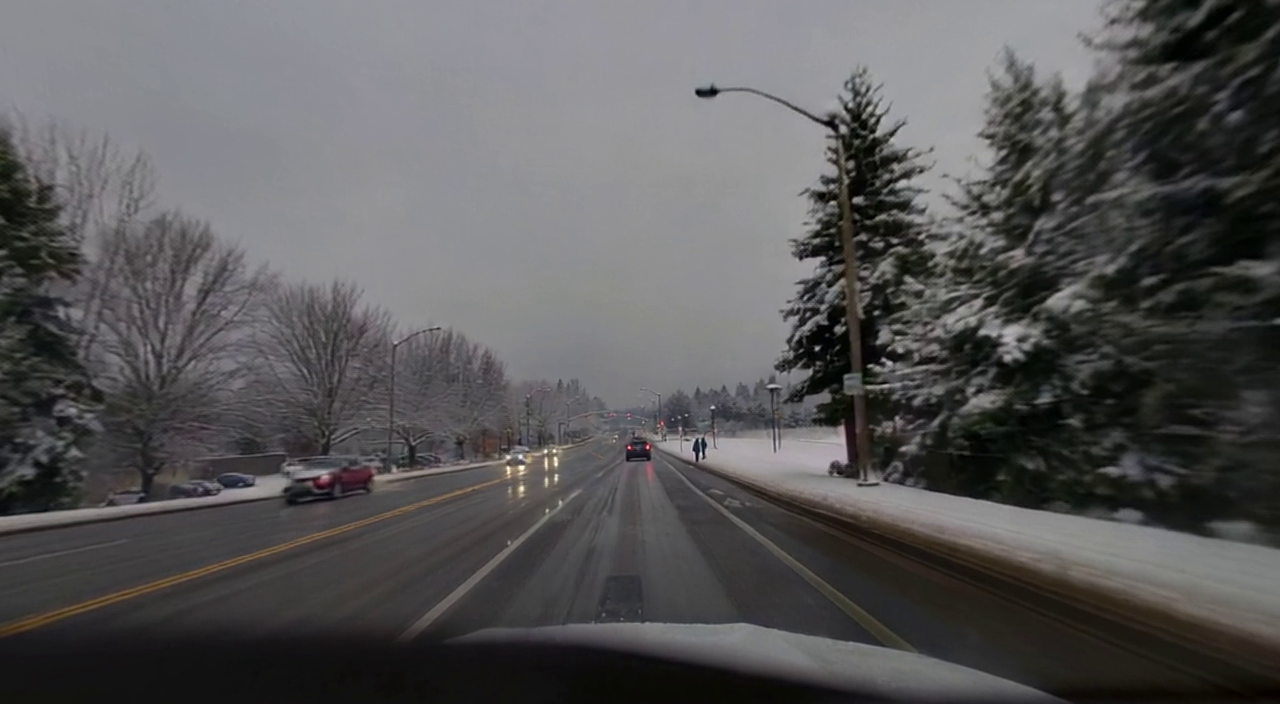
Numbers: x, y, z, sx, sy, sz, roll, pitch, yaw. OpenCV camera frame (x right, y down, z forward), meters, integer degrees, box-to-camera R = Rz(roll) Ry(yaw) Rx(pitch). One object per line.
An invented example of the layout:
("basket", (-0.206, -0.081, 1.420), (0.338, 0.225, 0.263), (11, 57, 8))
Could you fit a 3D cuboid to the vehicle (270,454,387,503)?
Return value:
("vehicle", (-10.767, 4.373, 22.262), (1.948, 1.481, 4.380), (0, -9, -1))
